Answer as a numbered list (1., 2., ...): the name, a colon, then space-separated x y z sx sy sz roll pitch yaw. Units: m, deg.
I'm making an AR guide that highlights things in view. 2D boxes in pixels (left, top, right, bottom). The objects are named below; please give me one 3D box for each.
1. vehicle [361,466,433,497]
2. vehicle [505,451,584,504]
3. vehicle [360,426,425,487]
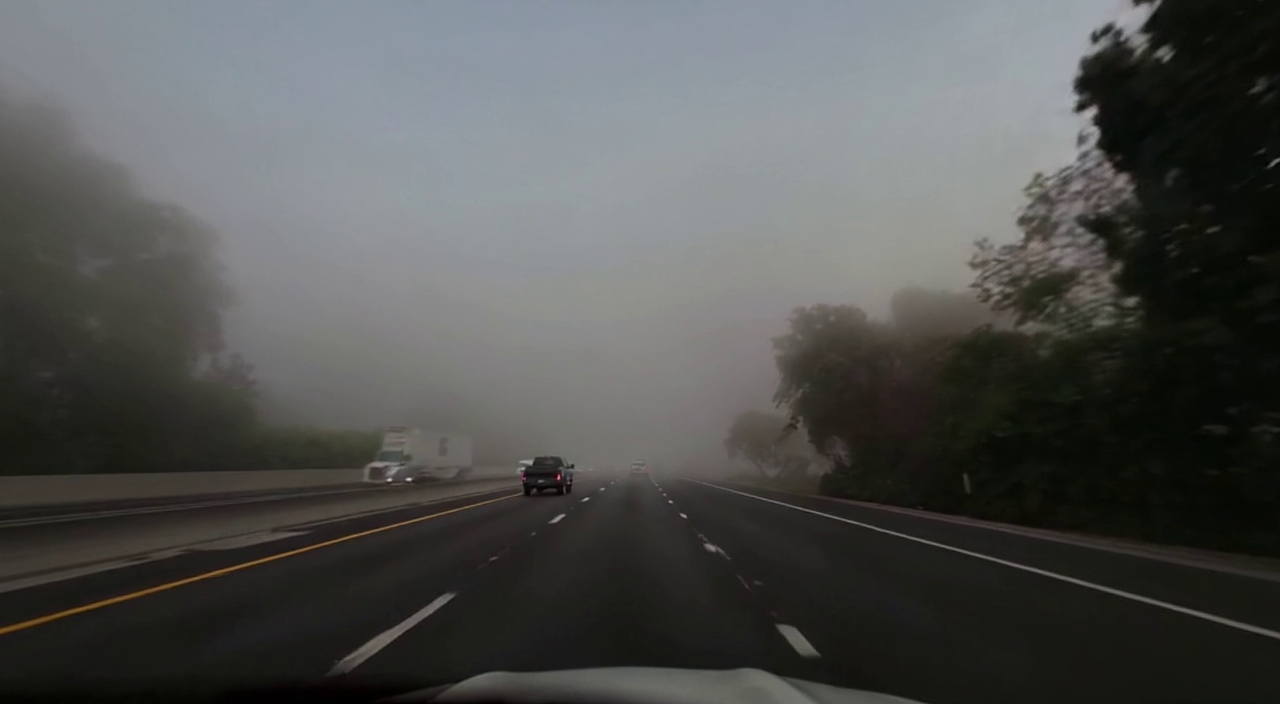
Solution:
1. vehicle: -12.537 6.712 32.849 1.857 1.441 4.499 1 -10 2
2. vehicle: -3.585 4.892 24.770 2.233 1.791 4.981 1 -10 1
3. vehicle: -17.146 7.273 43.845 3.185 4.070 2.550 1 -10 1
